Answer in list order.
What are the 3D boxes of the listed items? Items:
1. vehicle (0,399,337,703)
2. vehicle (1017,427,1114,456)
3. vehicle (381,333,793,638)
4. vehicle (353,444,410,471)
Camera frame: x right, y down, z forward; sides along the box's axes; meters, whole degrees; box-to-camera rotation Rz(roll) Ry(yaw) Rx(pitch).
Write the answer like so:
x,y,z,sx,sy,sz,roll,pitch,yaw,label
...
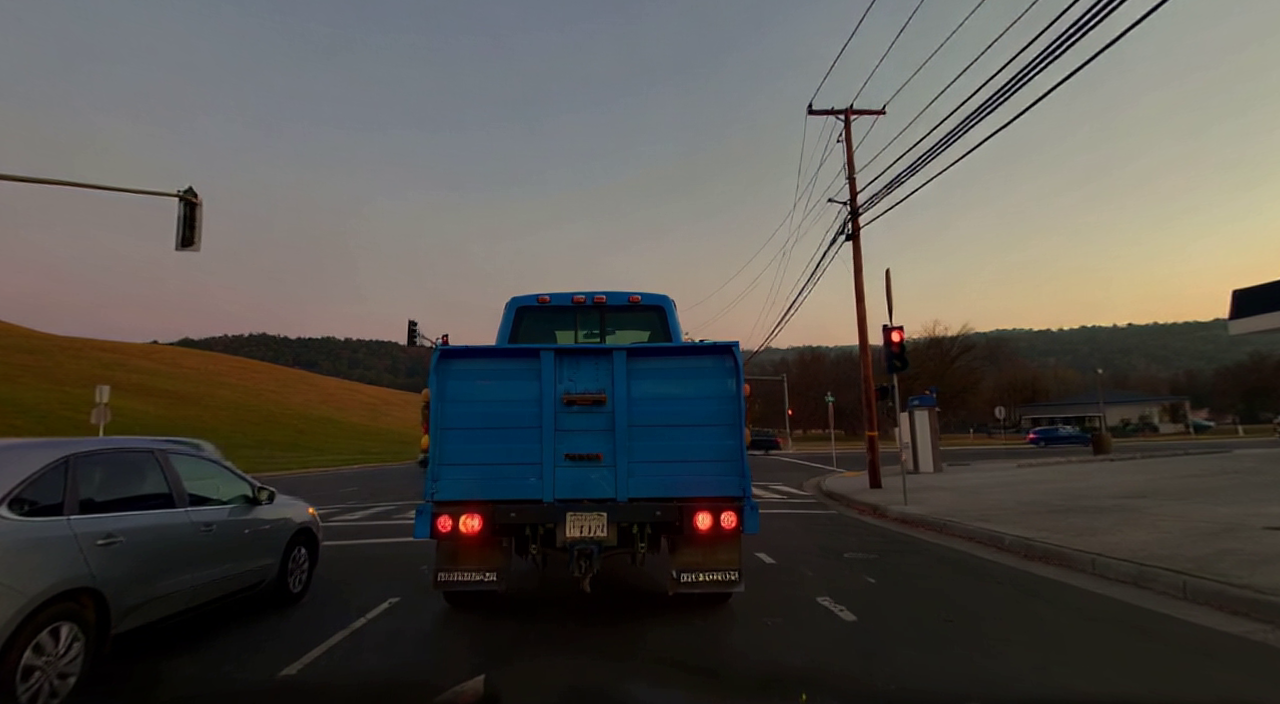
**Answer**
x,y,z,sx,sy,sz,roll,pitch,yaw,label
-3.959,1.189,3.981,2.017,1.555,4.150,-1,-9,0,vehicle
25.572,5.394,37.922,4.419,1.496,1.854,-2,-9,1,vehicle
-0.421,1.323,7.208,2.859,2.144,5.406,0,-9,-1,vehicle
-17.111,7.013,41.916,2.133,1.690,4.331,0,-9,-3,vehicle
